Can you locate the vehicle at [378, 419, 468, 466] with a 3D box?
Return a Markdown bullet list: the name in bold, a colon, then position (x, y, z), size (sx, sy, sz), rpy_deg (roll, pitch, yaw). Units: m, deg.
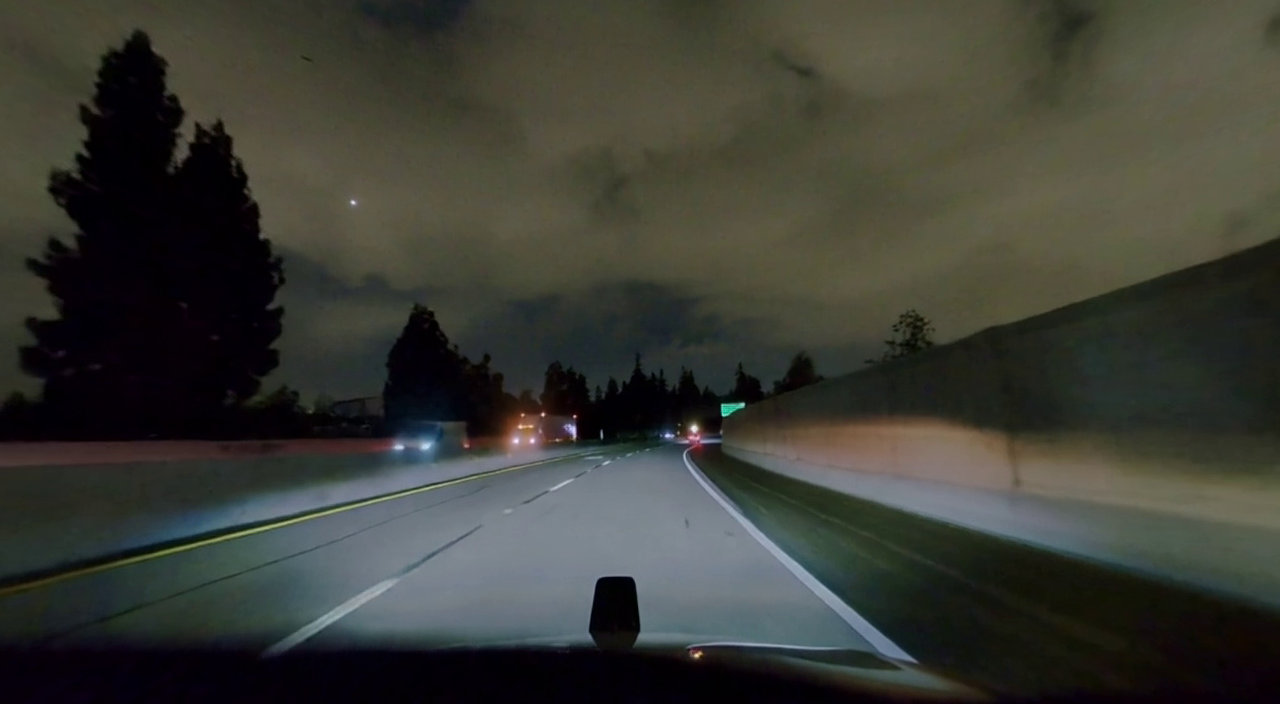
- **vehicle**: position (-12.093, 5.122, 35.773), size (2.492, 2.342, 6.658), rpy_deg (-1, -8, 2)
